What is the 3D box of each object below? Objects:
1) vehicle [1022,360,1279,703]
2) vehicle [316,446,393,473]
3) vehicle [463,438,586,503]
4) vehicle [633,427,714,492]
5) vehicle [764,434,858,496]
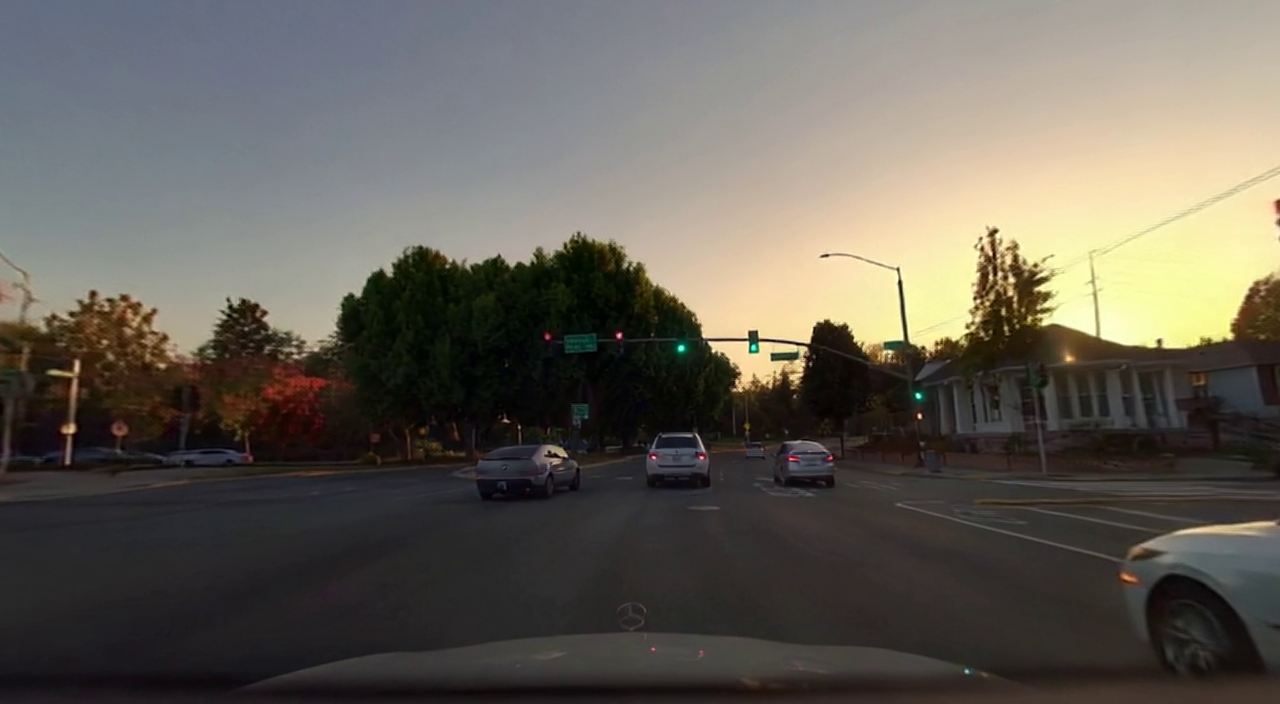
[{"bbox_3d":[3.594,0.749,1.807,2.106,1.636,4.655,-1,-9,1],"label":"vehicle"},{"bbox_3d":[-16.368,6.179,36.428,1.869,1.449,4.417,-2,-9,9],"label":"vehicle"},{"bbox_3d":[-2.844,3.056,16.743,2.006,1.464,4.586,-1,-9,5],"label":"vehicle"},{"bbox_3d":[1.144,3.356,19.953,2.250,1.768,4.574,-1,-9,5],"label":"vehicle"},{"bbox_3d":[4.678,3.128,17.764,1.859,1.540,3.454,-1,-9,4],"label":"vehicle"}]
